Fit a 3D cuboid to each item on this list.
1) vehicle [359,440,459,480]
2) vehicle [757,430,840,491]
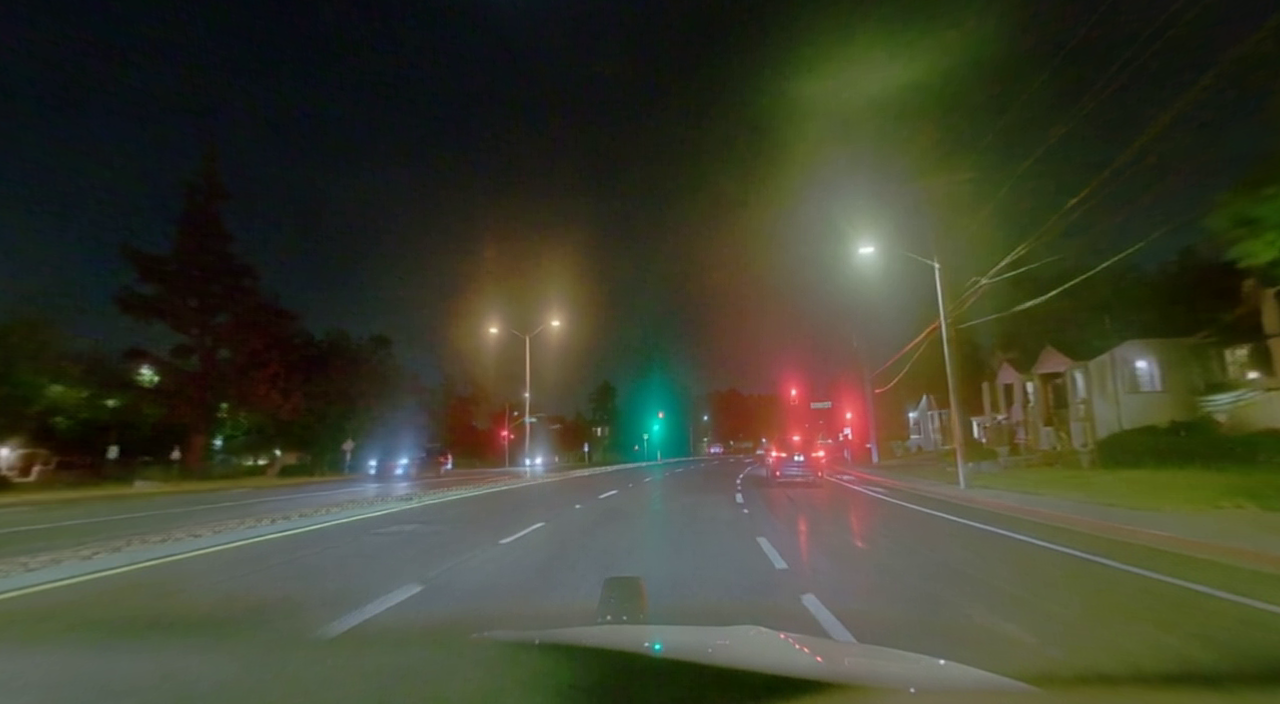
[{"bbox_3d":[-12.828,5.997,35.549,2.555,2.009,6.050,-1,-8,9],"label":"vehicle"},{"bbox_3d":[5.286,3.671,21.695,2.141,1.833,4.704,-1,-8,6],"label":"vehicle"}]
